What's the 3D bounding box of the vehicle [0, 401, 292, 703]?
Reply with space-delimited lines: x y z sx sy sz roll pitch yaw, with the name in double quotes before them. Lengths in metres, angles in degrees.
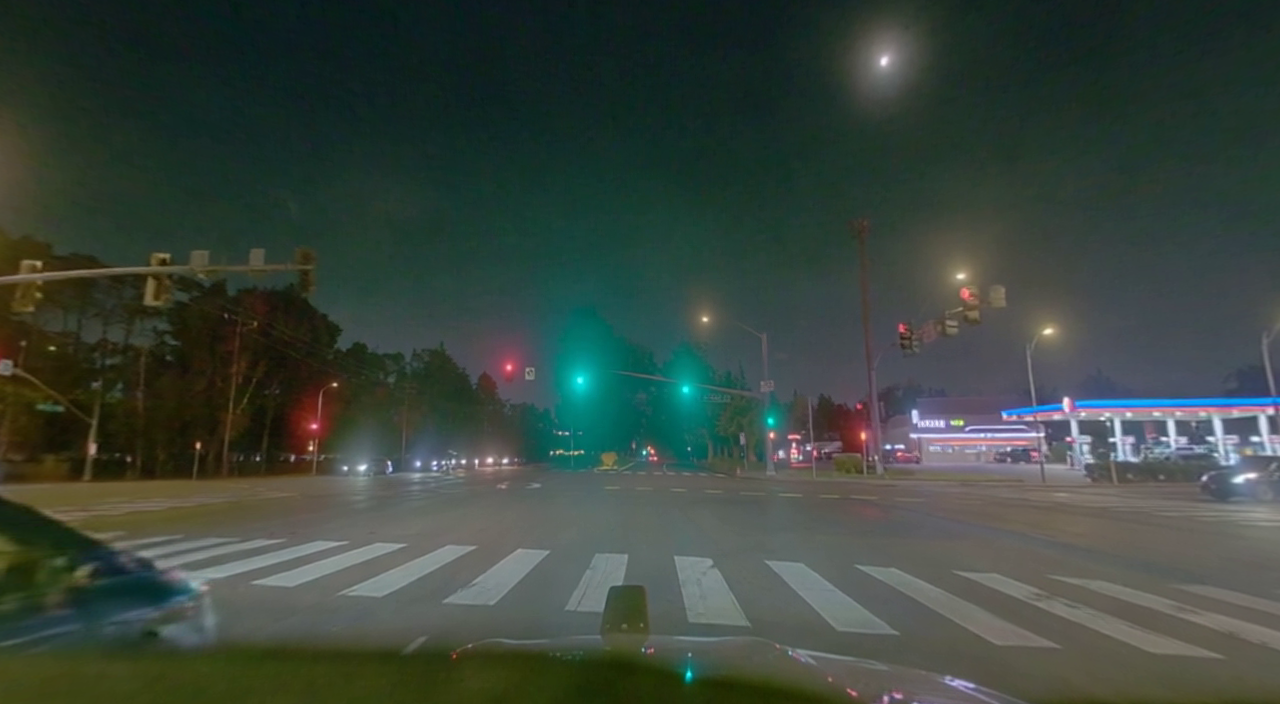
"vehicle" -3.032 0.795 1.235 2.041 1.483 4.533 0 -9 1
